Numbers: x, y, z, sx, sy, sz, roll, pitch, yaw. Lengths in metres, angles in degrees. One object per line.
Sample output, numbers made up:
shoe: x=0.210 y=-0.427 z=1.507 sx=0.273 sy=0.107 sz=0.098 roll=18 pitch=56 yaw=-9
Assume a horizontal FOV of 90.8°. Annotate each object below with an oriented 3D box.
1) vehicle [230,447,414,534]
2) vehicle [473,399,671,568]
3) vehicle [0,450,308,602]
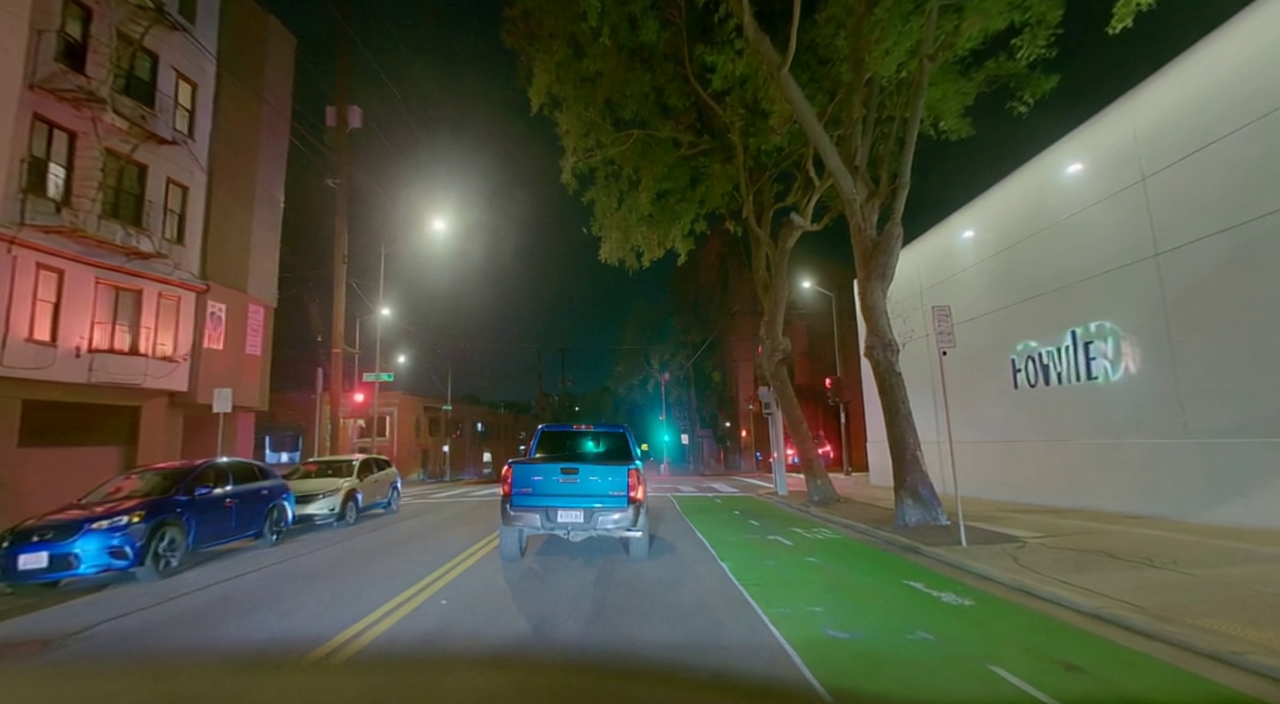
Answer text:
vehicle: x=-7.395 y=3.211 z=15.450 sx=1.884 sy=1.730 sz=5.076 roll=0 pitch=-8 yaw=0
vehicle: x=-0.749 y=1.823 z=9.480 sx=2.215 sy=1.882 sz=4.611 roll=0 pitch=-8 yaw=0
vehicle: x=-7.203 y=2.422 z=9.781 sx=1.882 sy=1.686 sz=4.489 roll=-2 pitch=-8 yaw=-3
